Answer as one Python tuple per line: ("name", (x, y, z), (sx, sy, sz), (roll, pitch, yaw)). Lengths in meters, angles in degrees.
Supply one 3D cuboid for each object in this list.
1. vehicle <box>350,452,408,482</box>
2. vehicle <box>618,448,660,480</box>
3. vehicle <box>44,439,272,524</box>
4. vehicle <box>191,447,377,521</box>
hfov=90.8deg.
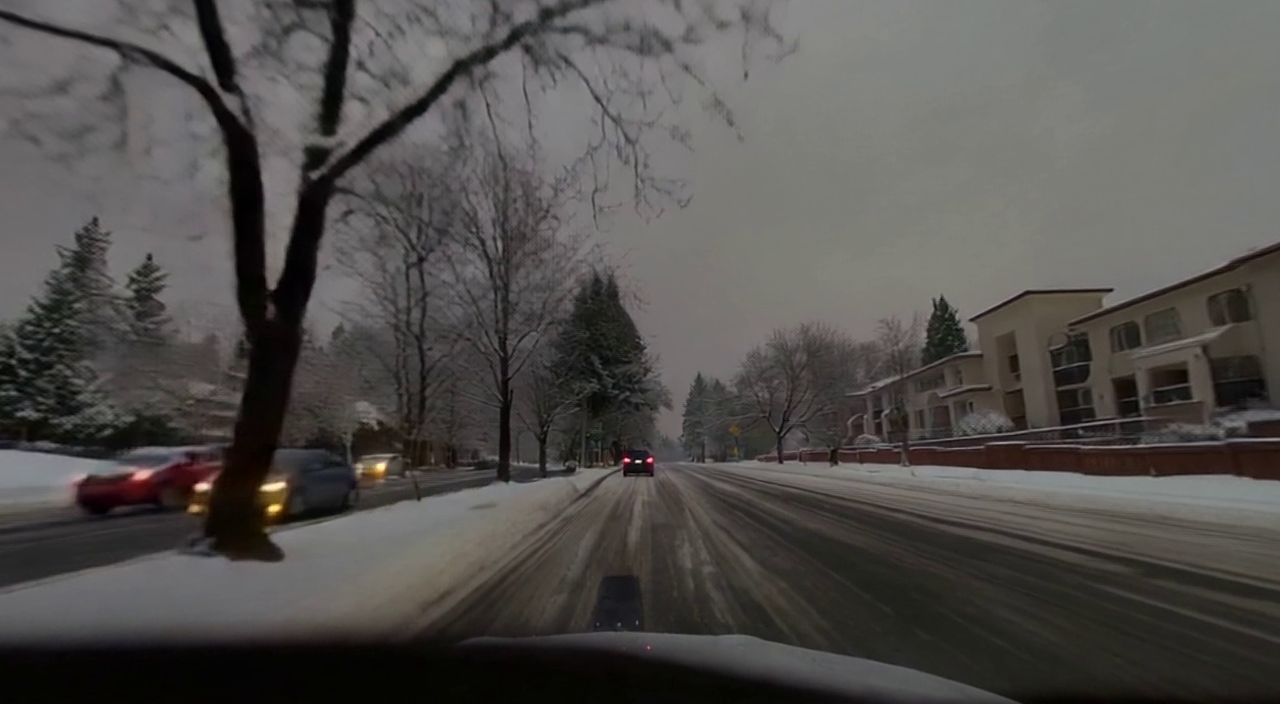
("vehicle", (-18.387, 8.064, 44.753), (2.048, 1.955, 4.692), (0, -9, 1))
("vehicle", (0.011, 5.919, 33.652), (2.093, 1.591, 4.247), (0, -9, 1))
("vehicle", (-11.809, 3.160, 16.064), (2.052, 1.808, 4.716), (0, -8, 0))
("vehicle", (-8.469, 3.132, 15.621), (1.957, 1.527, 4.411), (0, -9, 1))
